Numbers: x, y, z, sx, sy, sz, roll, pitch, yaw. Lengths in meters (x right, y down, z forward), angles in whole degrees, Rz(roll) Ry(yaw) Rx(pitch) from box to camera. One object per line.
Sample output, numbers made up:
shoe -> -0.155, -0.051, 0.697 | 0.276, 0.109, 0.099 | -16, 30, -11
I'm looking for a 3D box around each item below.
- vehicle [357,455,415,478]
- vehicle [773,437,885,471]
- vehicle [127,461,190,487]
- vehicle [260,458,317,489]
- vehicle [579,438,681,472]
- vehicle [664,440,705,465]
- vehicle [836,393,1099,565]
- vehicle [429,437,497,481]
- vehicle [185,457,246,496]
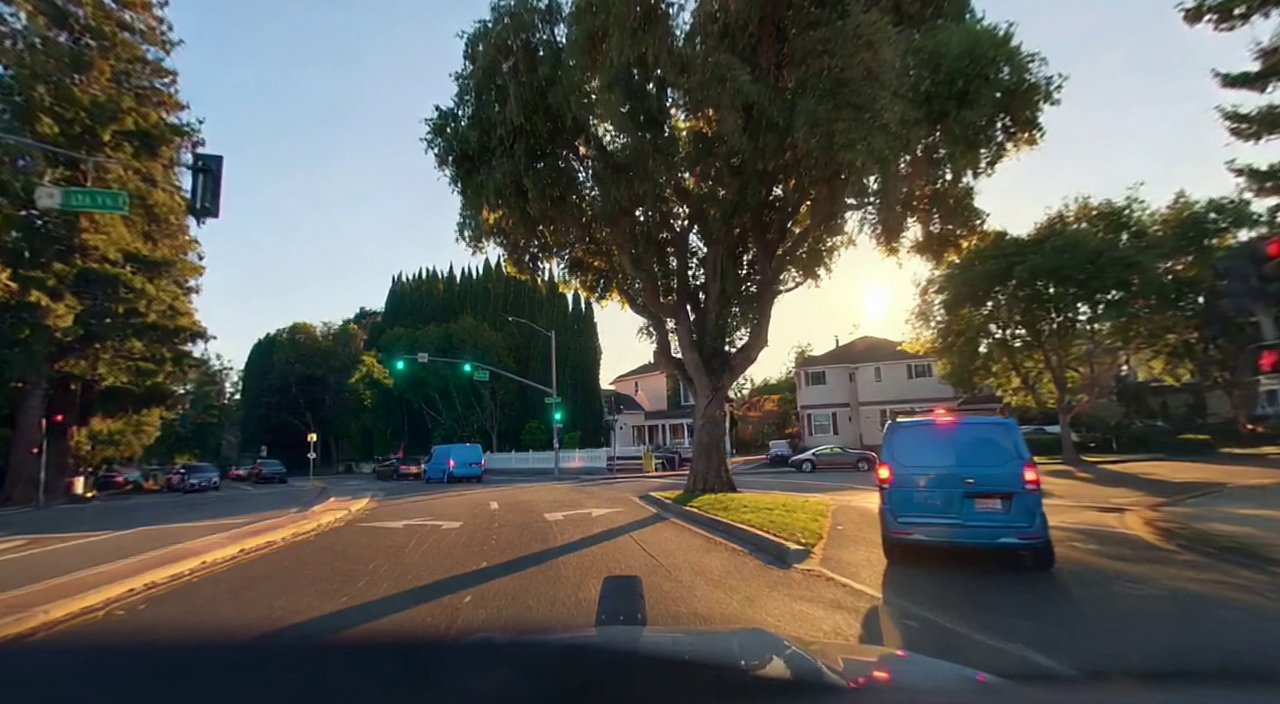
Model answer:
vehicle -> -17.452, 7.817, 43.291 | 4.386, 1.445, 2.008 | -8, -12, 43
vehicle -> 8.489, 4.646, 28.796 | 4.509, 1.481, 2.027 | -1, -9, 5
vehicle -> -37.910, 9.552, 49.687 | 5.175, 1.791, 2.008 | -5, -10, 31
vehicle -> -19.424, 6.636, 34.812 | 1.952, 1.461, 4.377 | 6, -11, -38
vehicle -> -0.667, 6.550, 40.383 | 6.104, 2.026, 2.514 | -5, -10, 28
vehicle -> 3.558, 7.833, 49.423 | 1.894, 1.816, 4.213 | -4, -9, 23
vehicle -> 4.217, 1.701, 9.093 | 2.133, 1.821, 4.254 | -2, -9, 11
vehicle -> -9.552, 5.698, 33.888 | 2.213, 2.124, 4.809 | 5, -10, -31
vehicle -> -22.456, 6.491, 33.343 | 2.078, 1.783, 4.670 | 7, -11, -39
